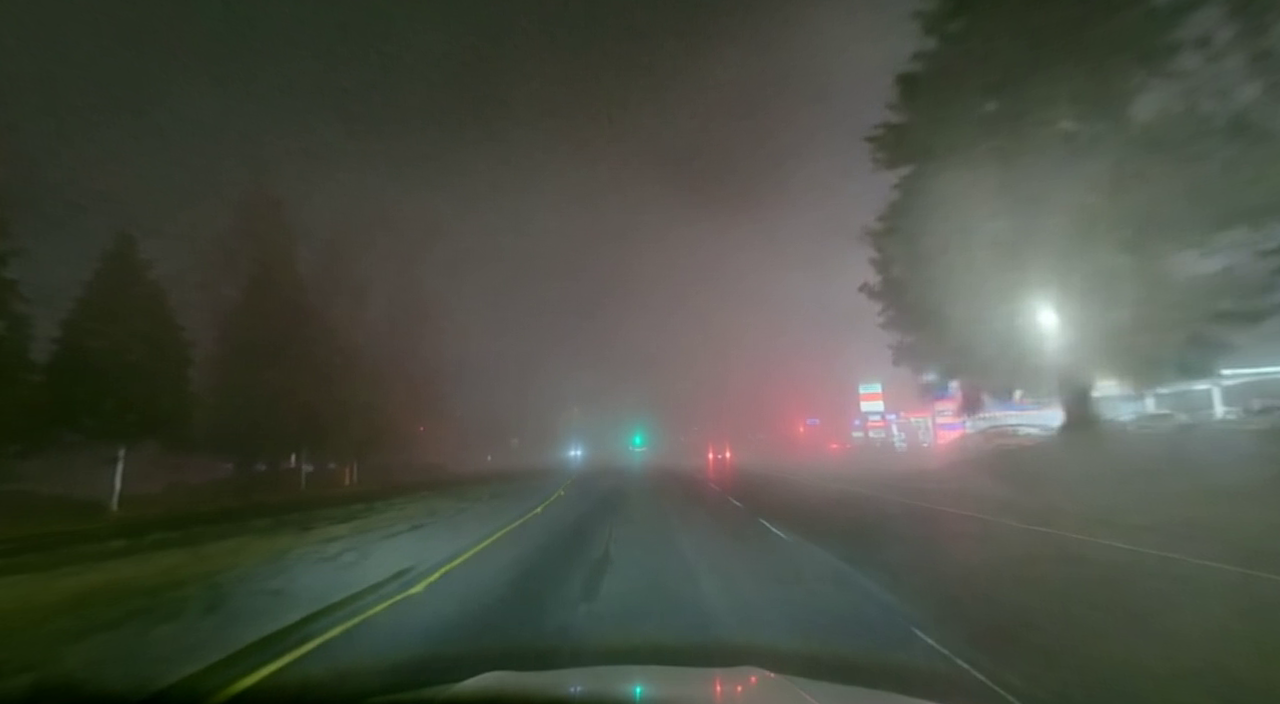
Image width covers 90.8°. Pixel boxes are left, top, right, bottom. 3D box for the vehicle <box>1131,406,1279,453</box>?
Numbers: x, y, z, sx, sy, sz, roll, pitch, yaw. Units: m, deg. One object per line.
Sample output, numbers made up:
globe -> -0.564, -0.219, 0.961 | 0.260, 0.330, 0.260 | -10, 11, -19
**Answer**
vehicle -> 23.163, 3.195, 25.811 | 4.479, 1.453, 1.899 | -4, -10, 1
